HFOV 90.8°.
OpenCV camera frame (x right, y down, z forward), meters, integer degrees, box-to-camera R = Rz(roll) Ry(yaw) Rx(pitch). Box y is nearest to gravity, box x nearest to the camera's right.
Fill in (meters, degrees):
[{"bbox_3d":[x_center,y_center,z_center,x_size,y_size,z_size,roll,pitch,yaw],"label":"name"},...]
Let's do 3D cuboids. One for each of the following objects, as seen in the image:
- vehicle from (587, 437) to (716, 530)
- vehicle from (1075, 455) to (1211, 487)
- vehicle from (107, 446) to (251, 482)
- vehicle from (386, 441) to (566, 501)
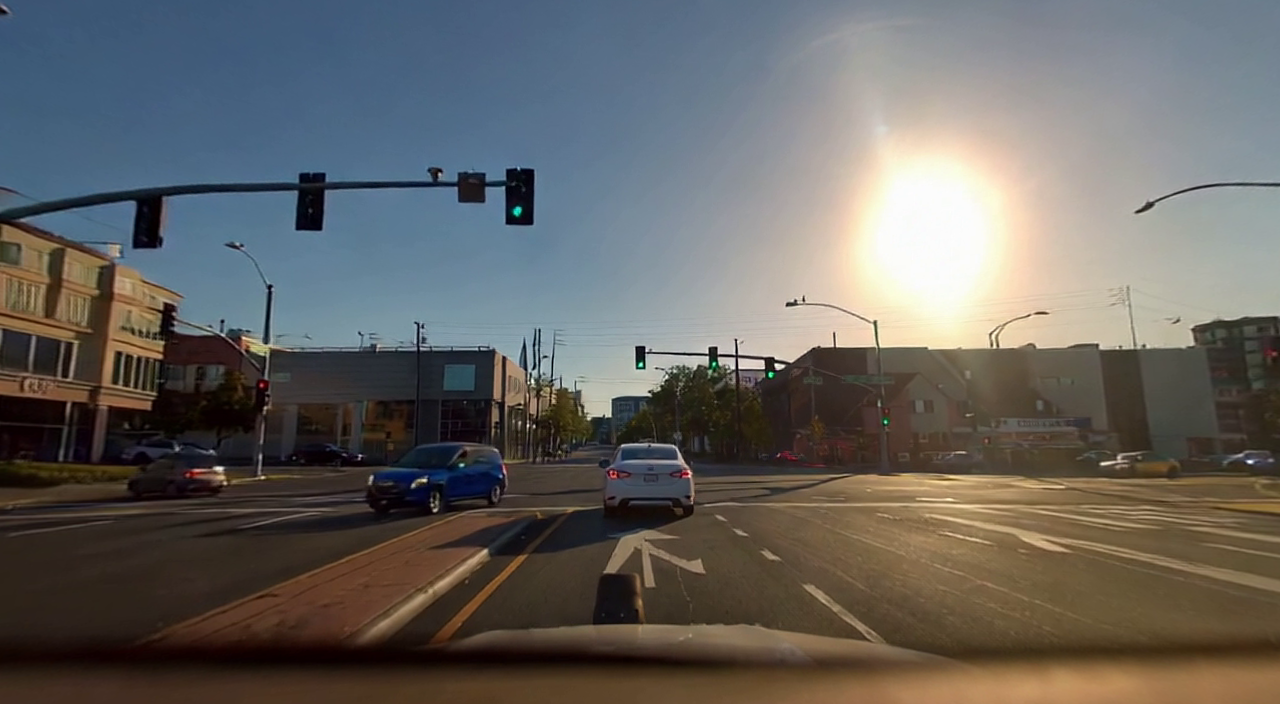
[{"bbox_3d":[0.065,2.431,12.298,2.067,1.471,4.241,1,-9,-4],"label":"vehicle"},{"bbox_3d":[23.467,5.547,29.606,4.684,1.412,1.995,0,-9,-2],"label":"vehicle"},{"bbox_3d":[-19.148,4.651,26.399,4.531,1.434,1.841,0,-9,-1],"label":"vehicle"},{"bbox_3d":[-4.683,3.330,18.077,4.626,1.489,2.213,-4,-10,26],"label":"vehicle"}]
